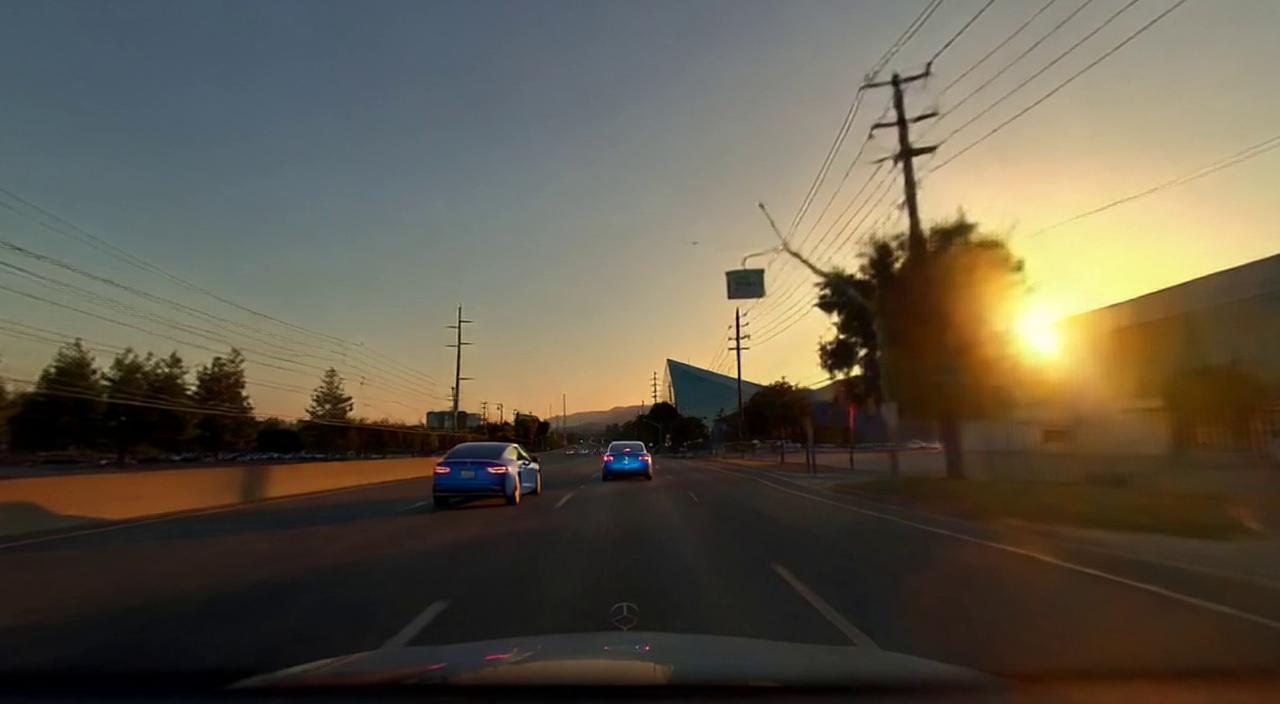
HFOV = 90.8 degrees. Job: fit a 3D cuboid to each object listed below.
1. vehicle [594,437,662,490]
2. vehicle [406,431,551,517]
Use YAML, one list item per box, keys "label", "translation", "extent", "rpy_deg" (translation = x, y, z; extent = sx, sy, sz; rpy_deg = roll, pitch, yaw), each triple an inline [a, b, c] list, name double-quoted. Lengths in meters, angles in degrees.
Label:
- label: "vehicle"
  translation: [-0.370, 3.885, 22.373]
  extent: [2.189, 1.652, 4.135]
  rpy_deg: [0, -8, 0]
- label: "vehicle"
  translation: [-3.405, 2.681, 14.470]
  extent: [1.985, 1.607, 4.892]
  rpy_deg: [0, -8, 1]
